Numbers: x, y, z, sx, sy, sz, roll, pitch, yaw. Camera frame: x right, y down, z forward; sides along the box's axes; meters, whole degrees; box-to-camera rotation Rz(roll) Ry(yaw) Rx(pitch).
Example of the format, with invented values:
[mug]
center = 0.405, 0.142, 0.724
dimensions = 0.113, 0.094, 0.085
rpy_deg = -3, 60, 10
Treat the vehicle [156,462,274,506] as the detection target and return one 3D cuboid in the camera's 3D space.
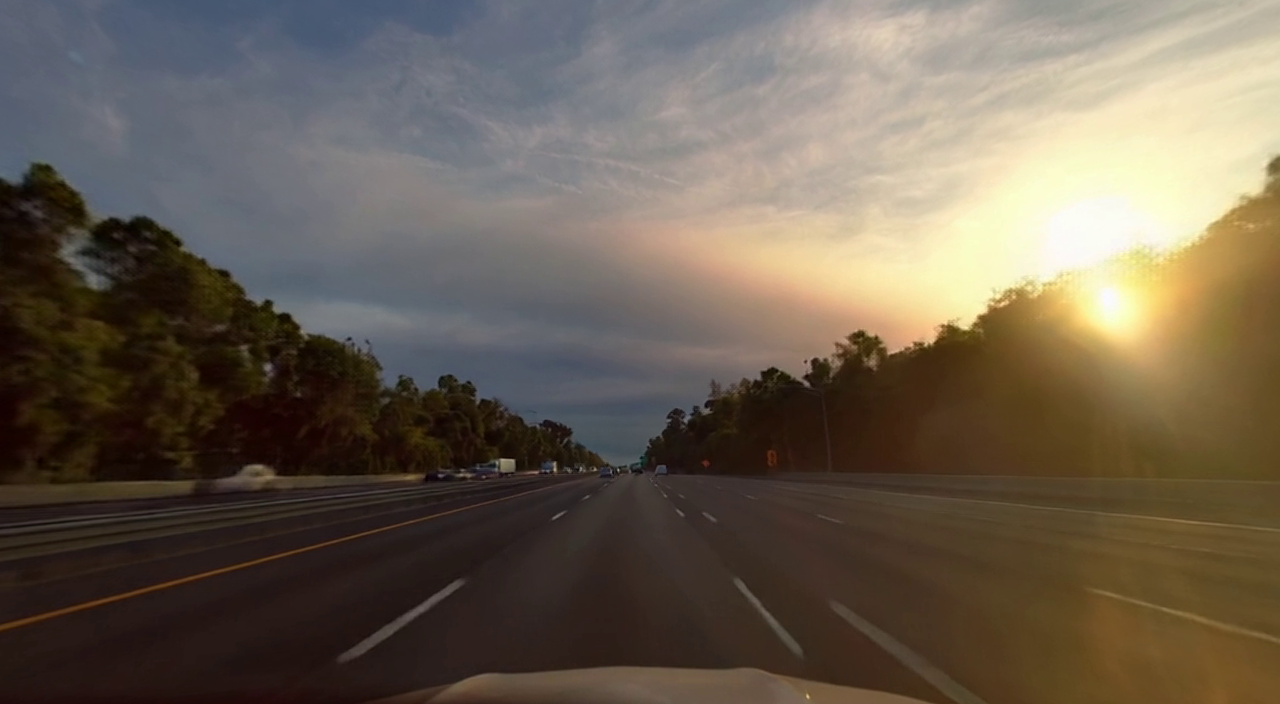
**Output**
[vehicle]
center = -18.042, 5.617, 26.969
dimensions = 2.041, 1.667, 4.171
rpy_deg = 1, -10, 1
